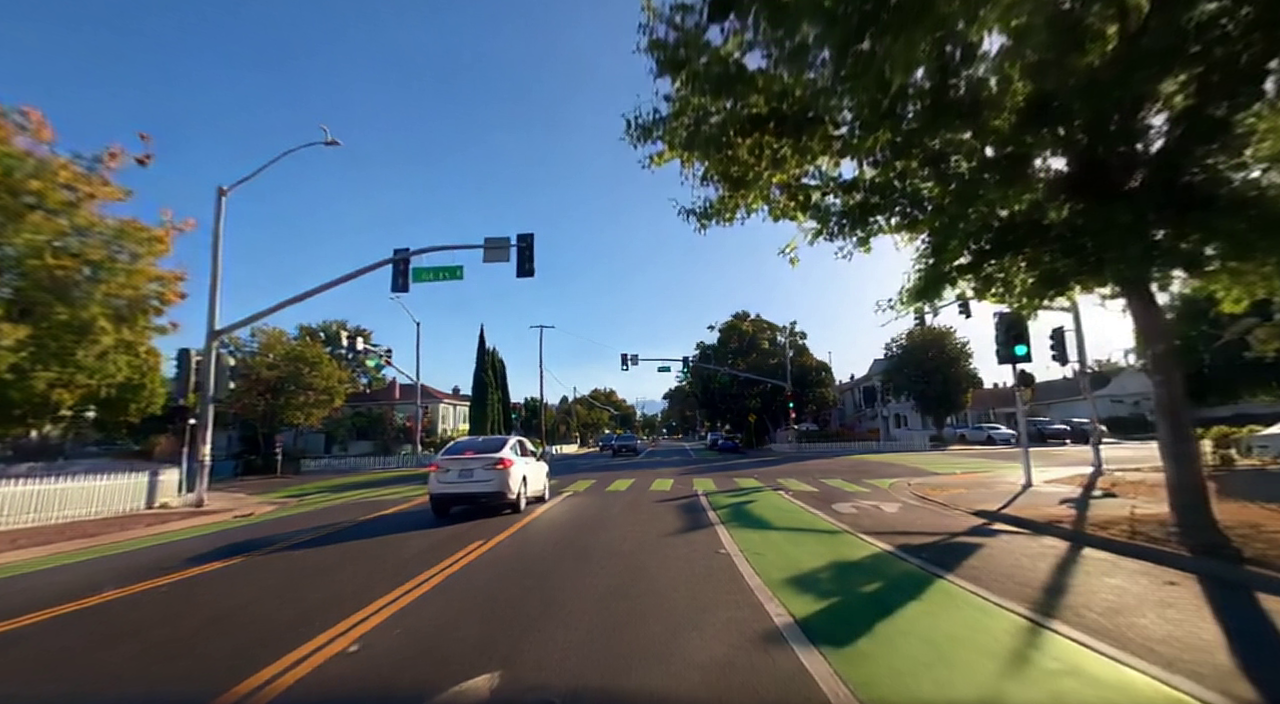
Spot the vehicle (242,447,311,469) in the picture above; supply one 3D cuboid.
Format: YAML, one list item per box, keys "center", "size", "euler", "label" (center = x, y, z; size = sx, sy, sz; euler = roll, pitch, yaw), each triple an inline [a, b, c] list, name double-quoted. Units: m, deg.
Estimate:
- center: [-28.349, 8.281, 49.313]
  size: [1.972, 1.567, 5.009]
  euler: [-1, -8, 7]
  label: "vehicle"

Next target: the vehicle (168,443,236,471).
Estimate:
- center: [-34.164, 8.192, 49.251]
  size: [1.979, 2.043, 4.543]
  euler: [-1, -8, 1]
  label: "vehicle"

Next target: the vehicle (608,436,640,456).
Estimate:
- center: [-1.189, 7.211, 48.444]
  size: [1.982, 1.472, 4.103]
  euler: [-1, -8, 4]
  label: "vehicle"

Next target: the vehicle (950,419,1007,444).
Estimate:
- center: [24.888, 5.906, 46.406]
  size: [1.964, 1.759, 4.583]
  euler: [-1, -8, 5]
  label: "vehicle"

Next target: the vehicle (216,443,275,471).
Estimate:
- center: [-31.124, 8.265, 49.746]
  size: [1.892, 1.801, 4.120]
  euler: [-5, -7, 3]
  label: "vehicle"

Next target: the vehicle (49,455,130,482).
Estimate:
- center: [-37.093, 7.853, 42.449]
  size: [3.835, 1.665, 1.826]
  euler: [-1, -9, 4]
  label: "vehicle"

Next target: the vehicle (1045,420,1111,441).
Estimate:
- center: [31.856, 5.780, 45.948]
  size: [1.837, 1.396, 4.695]
  euler: [-1, -8, 6]
  label: "vehicle"

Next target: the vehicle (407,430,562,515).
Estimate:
- center: [-3.058, 2.484, 13.556]
  size: [1.904, 1.489, 4.746]
  euler: [-1, -8, 3]
  label: "vehicle"

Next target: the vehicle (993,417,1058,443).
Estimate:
- center: [28.031, 5.730, 45.909]
  size: [2.033, 1.821, 4.542]
  euler: [-1, -8, 3]
  label: "vehicle"
